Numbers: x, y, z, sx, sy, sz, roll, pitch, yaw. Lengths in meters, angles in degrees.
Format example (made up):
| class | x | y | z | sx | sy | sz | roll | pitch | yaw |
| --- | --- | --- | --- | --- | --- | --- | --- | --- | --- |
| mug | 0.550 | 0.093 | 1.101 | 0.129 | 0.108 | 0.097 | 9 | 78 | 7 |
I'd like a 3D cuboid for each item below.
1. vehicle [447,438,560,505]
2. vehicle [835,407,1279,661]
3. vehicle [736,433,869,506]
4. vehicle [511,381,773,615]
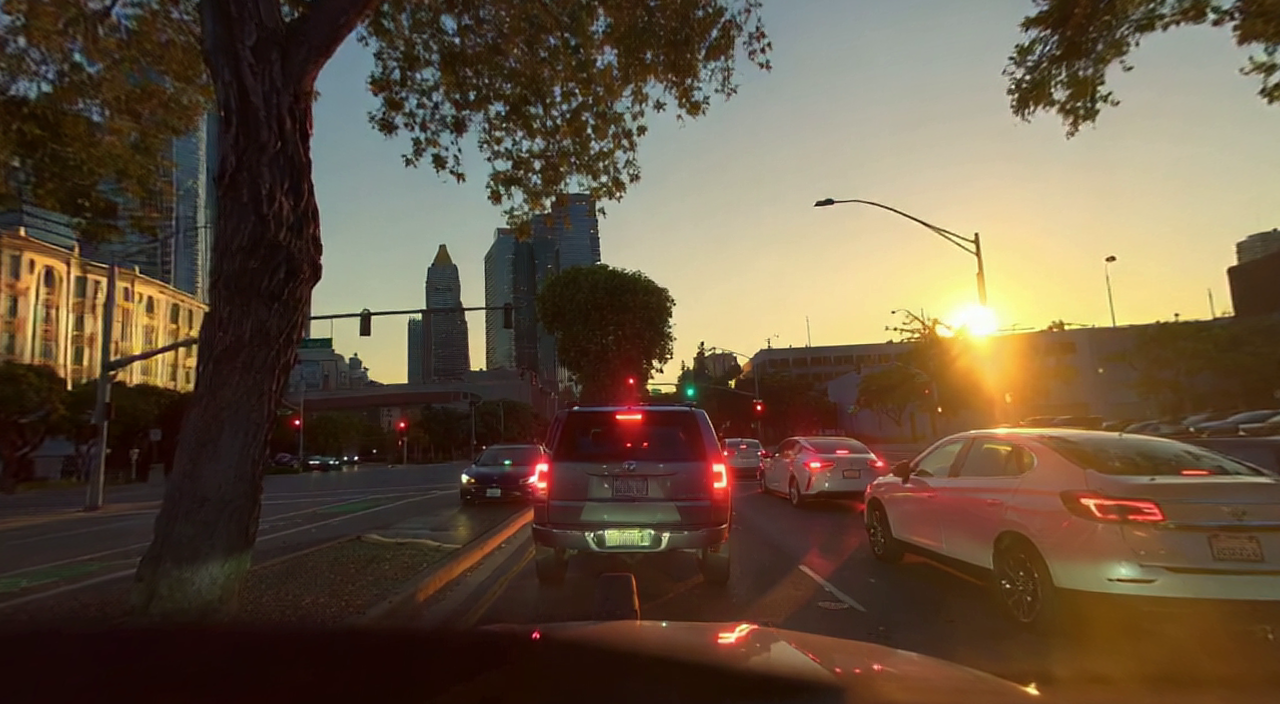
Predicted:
| class | x | y | z | sx | sy | sz | roll | pitch | yaw |
| --- | --- | --- | --- | --- | --- | --- | --- | --- | --- |
| vehicle | -3.315 | 2.979 | 16.220 | 1.913 | 1.464 | 4.276 | 0 | -8 | 0 |
| vehicle | 3.643 | 1.407 | 6.074 | 1.995 | 1.483 | 4.533 | 0 | -8 | -1 |
| vehicle | 3.648 | 2.708 | 15.059 | 1.940 | 1.474 | 4.234 | 0 | -8 | -1 |
| vehicle | -0.037 | 1.464 | 7.267 | 2.038 | 1.819 | 4.505 | 0 | -8 | -1 |
